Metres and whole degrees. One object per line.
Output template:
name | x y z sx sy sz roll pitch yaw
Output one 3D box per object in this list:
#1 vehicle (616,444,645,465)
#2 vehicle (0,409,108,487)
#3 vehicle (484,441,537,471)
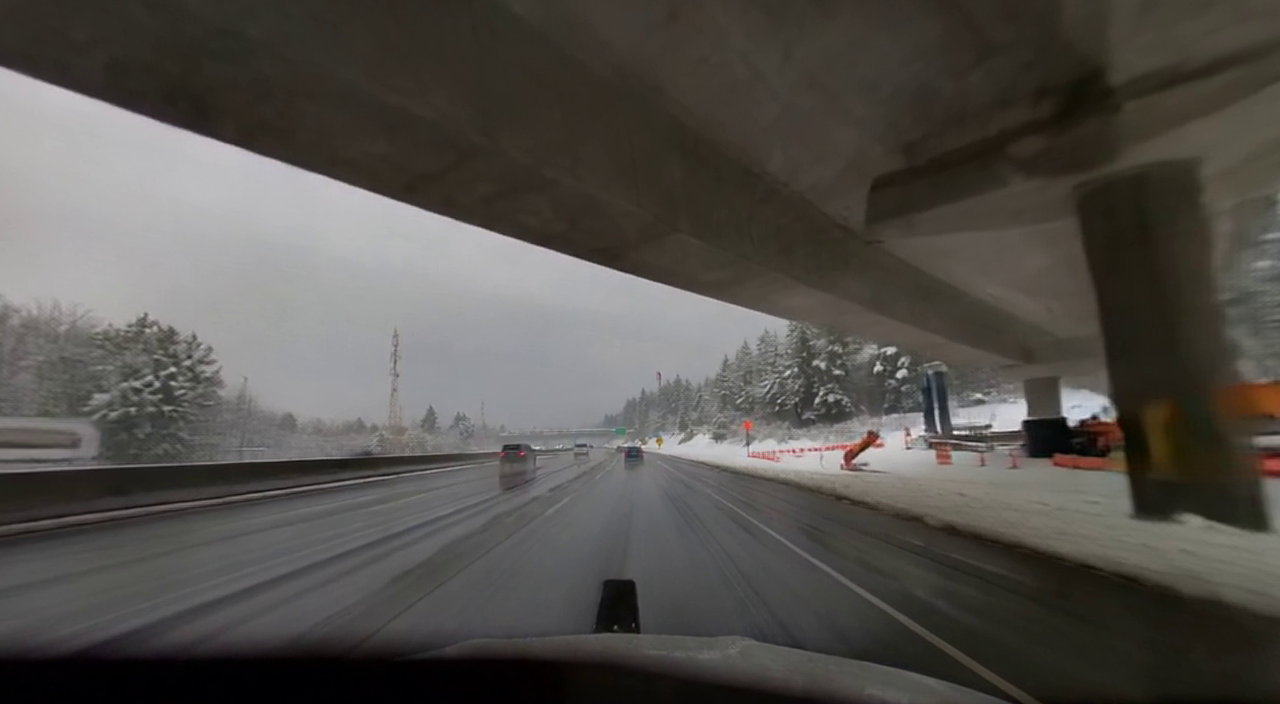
vehicle | -0.673 7.465 46.126 2.051 1.459 4.092 0 -8 -1
vehicle | -28.853 3.922 25.860 2.805 3.309 13.063 0 -8 0
vehicle | -7.292 5.908 36.040 2.128 1.604 4.279 0 -8 0
